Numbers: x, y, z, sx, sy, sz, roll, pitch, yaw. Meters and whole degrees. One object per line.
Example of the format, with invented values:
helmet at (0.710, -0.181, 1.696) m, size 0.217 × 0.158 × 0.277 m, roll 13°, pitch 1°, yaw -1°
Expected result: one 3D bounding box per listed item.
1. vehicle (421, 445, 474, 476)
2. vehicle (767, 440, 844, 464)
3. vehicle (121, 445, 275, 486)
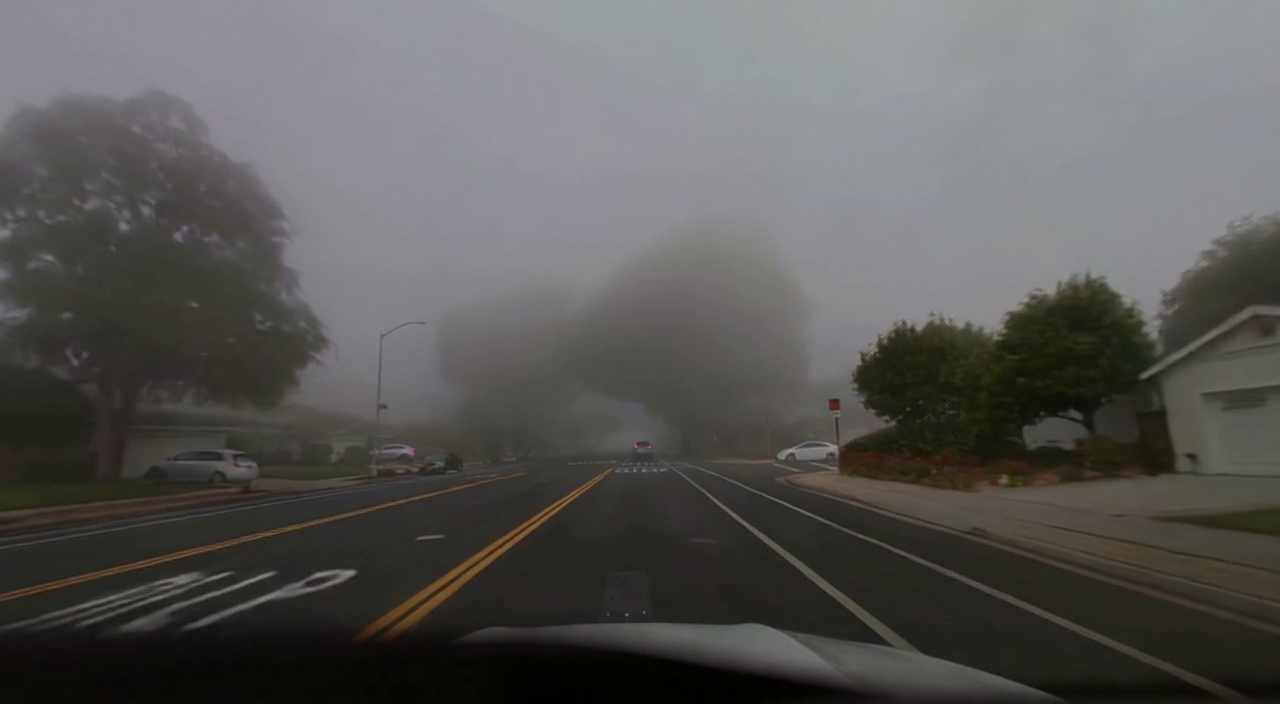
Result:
vehicle at (-12.415, 6.993, 40.890) m, size 1.965 × 1.653 × 4.488 m, roll -3°, pitch -6°, yaw 1°
vehicle at (11.025, 6.693, 42.363) m, size 4.818 × 1.525 × 2.163 m, roll -1°, pitch -9°, yaw 9°
vehicle at (-18.189, 4.686, 26.157) m, size 4.717 × 1.605 × 2.074 m, roll 1°, pitch -8°, yaw -3°
